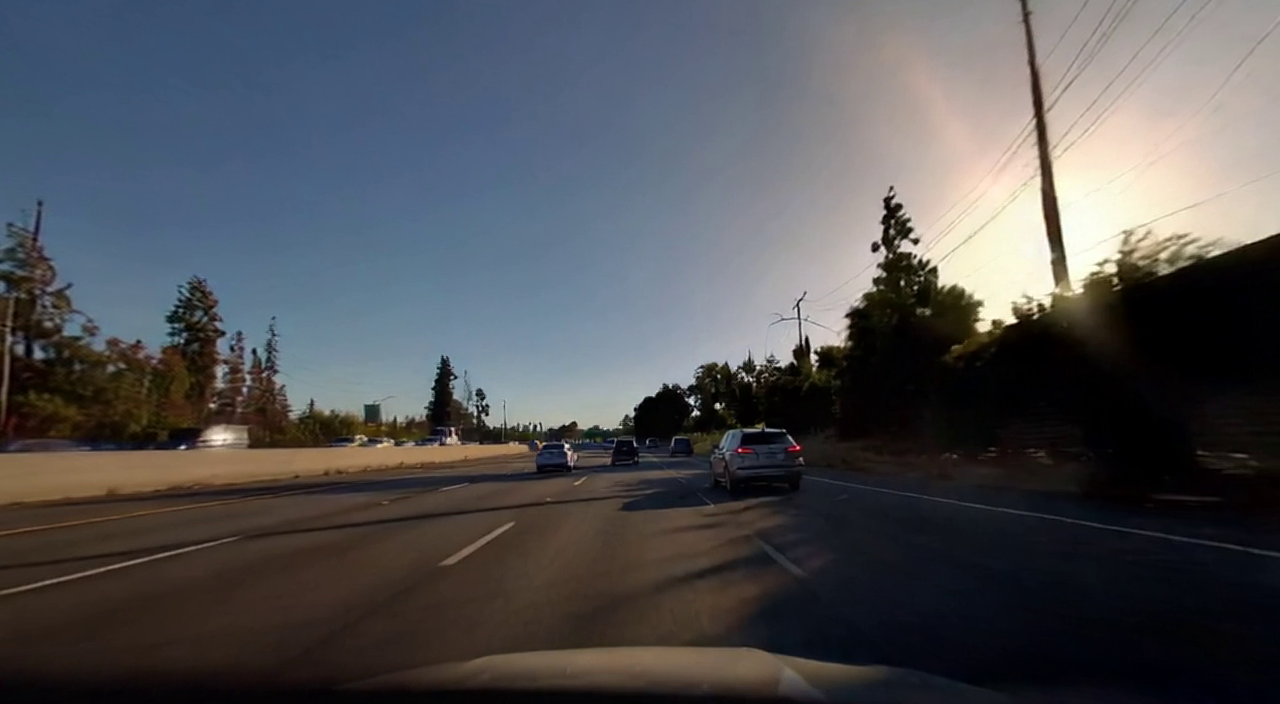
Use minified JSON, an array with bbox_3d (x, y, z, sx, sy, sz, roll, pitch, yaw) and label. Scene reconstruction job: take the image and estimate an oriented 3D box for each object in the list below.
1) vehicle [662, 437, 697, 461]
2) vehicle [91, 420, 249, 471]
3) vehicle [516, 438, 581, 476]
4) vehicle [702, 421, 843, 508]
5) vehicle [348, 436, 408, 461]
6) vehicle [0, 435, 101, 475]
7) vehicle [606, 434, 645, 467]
[{"bbox_3d":[2.993,7.437,48.521,2.099,1.720,4.829,0,-8,-3],"label":"vehicle"},{"bbox_3d":[-20.568,4.165,28.134,2.350,1.970,6.174,0,-8,-1],"label":"vehicle"},{"bbox_3d":[-3.985,4.679,28.402,2.091,1.562,5.220,0,-8,1],"label":"vehicle"},{"bbox_3d":[2.897,2.610,15.070,2.102,1.723,4.745,0,-8,-3],"label":"vehicle"},{"bbox_3d":[-16.969,6.269,41.060,1.945,1.555,4.551,0,-8,0],"label":"vehicle"},{"bbox_3d":[-24.191,4.077,25.068,1.806,1.445,4.241,0,-8,0],"label":"vehicle"},{"bbox_3d":[-0.859,5.770,36.984,2.192,1.769,4.287,0,-8,-1],"label":"vehicle"}]
